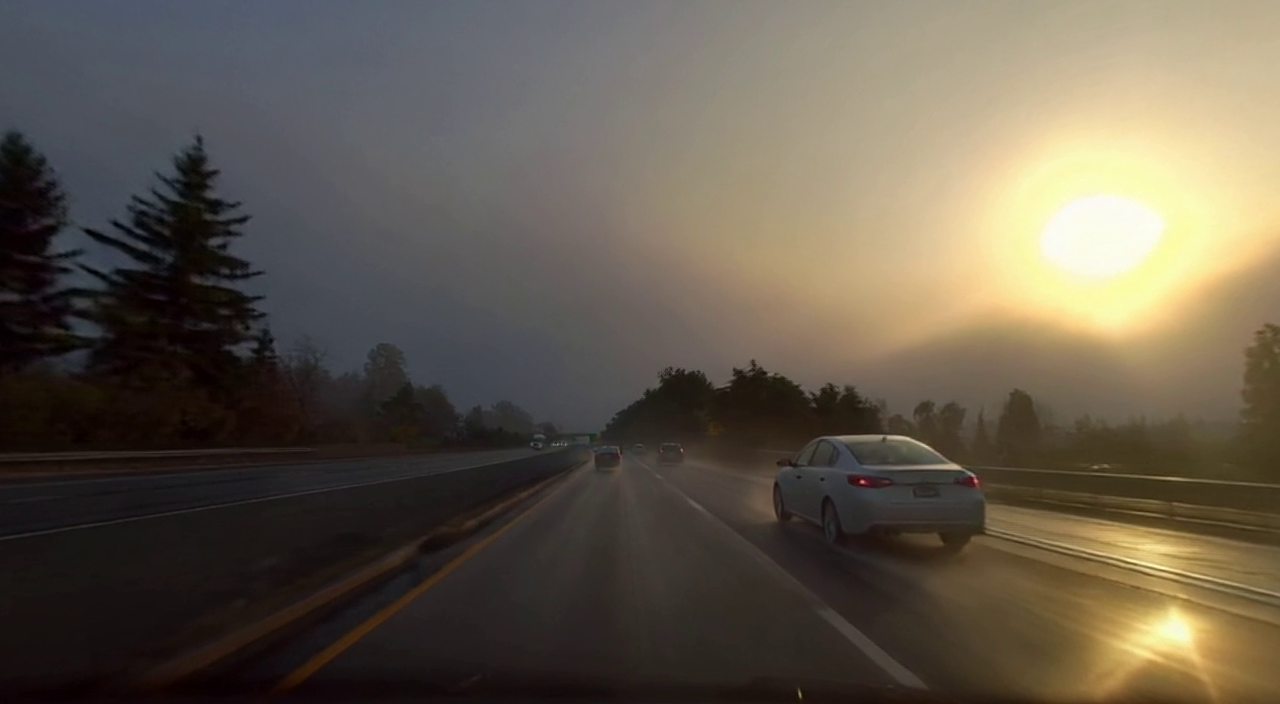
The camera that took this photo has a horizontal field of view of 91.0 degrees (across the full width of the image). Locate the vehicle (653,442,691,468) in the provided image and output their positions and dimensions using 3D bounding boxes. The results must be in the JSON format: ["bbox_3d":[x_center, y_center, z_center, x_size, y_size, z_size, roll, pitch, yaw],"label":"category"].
[{"bbox_3d":[2.004,6.676,40.942,2.146,1.546,3.796,0,-8,-2],"label":"vehicle"}]

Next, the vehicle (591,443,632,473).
[{"bbox_3d":[-1.652,5.964,35.665,2.178,1.559,4.254,0,-8,-3],"label":"vehicle"}]

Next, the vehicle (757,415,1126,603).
[{"bbox_3d":[3.071,1.718,7.985,2.055,1.566,5.046,0,-8,-2],"label":"vehicle"}]
